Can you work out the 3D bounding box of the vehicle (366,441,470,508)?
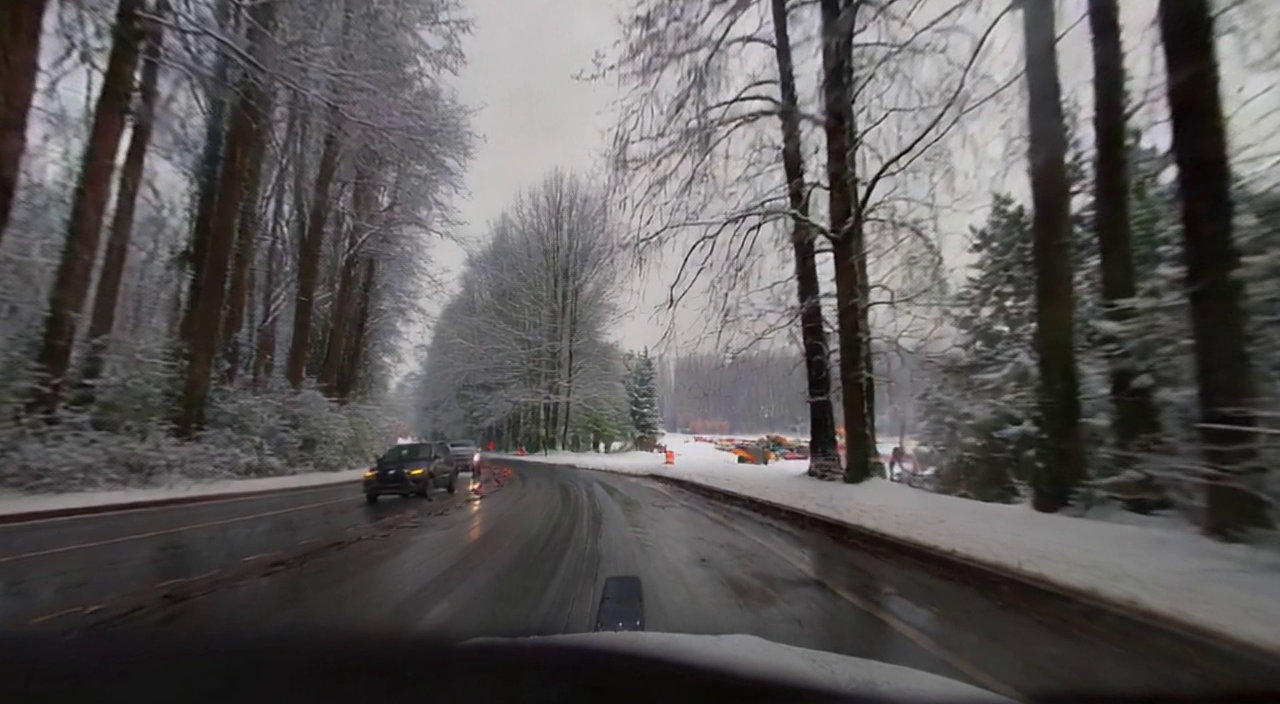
[{"bbox_3d":[-6.866,3.779,20.055,2.019,1.840,4.437,0,-9,-5],"label":"vehicle"}]
